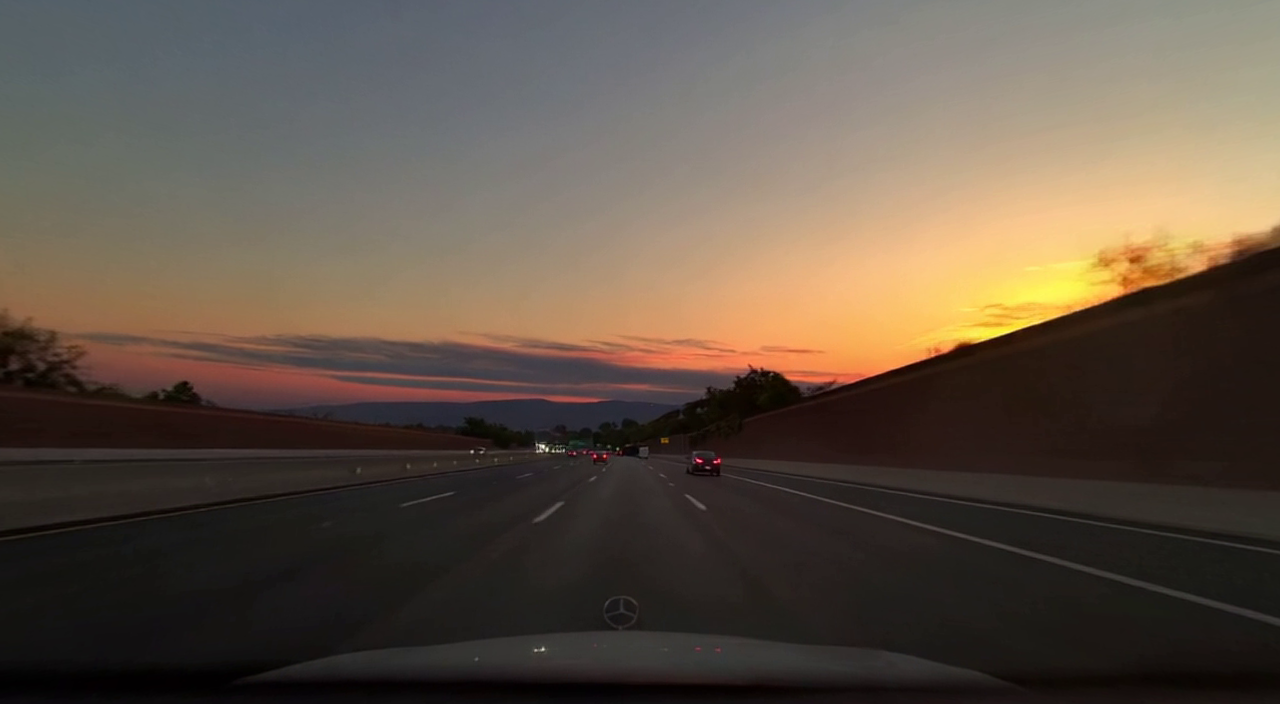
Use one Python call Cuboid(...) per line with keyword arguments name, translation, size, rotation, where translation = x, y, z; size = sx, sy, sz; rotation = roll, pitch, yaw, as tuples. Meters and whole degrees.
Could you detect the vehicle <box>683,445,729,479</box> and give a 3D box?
Cuboid(name="vehicle", translation=(3.261, 5.565, 31.918), size=(1.895, 1.555, 4.030), rotation=(0, -9, 0))
